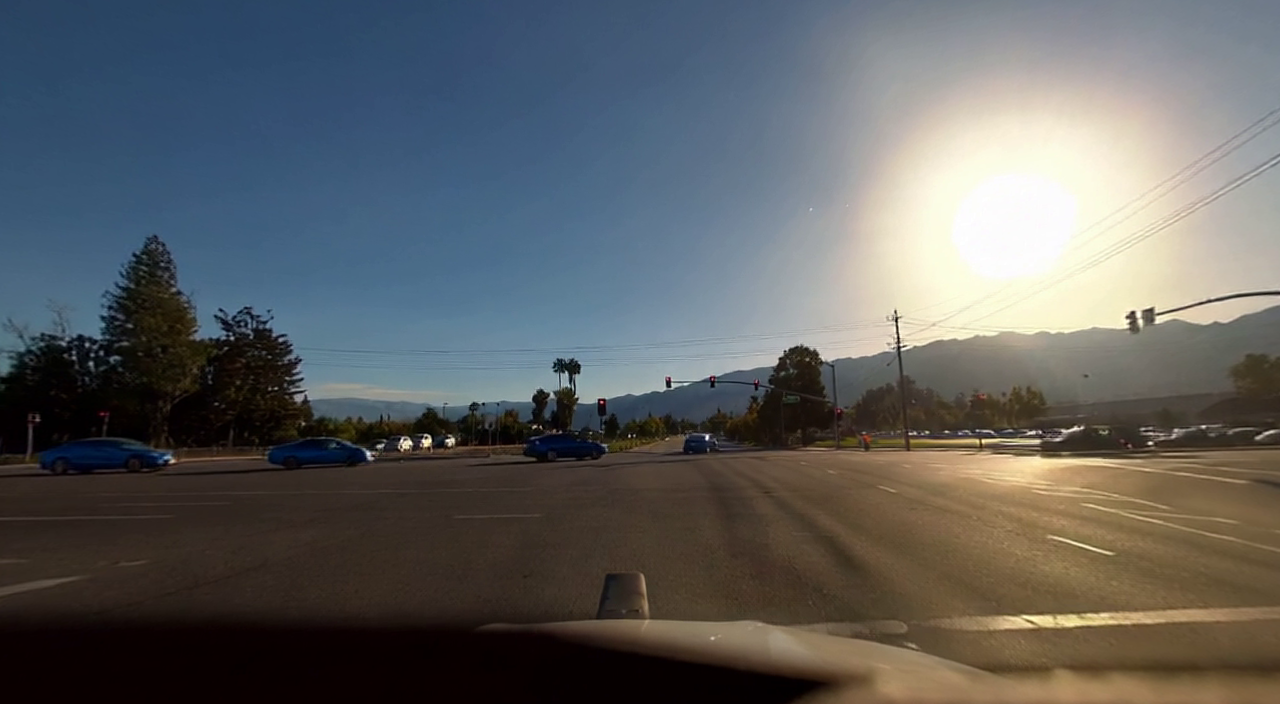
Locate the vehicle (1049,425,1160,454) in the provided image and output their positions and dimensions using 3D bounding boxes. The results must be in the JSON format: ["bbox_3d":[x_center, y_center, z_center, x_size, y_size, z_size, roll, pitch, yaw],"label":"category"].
[{"bbox_3d":[28.350,5.380,38.696,5.100,1.680,2.055,0,-9,1],"label":"vehicle"}]

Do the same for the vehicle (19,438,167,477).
[{"bbox_3d":[-25.722,4.972,29.904,4.812,1.735,2.105,1,-9,-6],"label":"vehicle"}]

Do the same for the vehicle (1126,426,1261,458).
[{"bbox_3d":[27.303,4.454,31.271,4.778,1.495,1.959,0,-9,0],"label":"vehicle"}]

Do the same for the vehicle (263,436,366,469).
[{"bbox_3d":[-16.361,5.087,31.977,4.218,1.542,2.044,2,-9,-15],"label":"vehicle"}]

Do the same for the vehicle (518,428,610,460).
[{"bbox_3d":[-4.605,5.678,38.780,5.228,1.805,2.246,7,-11,-38],"label":"vehicle"}]
